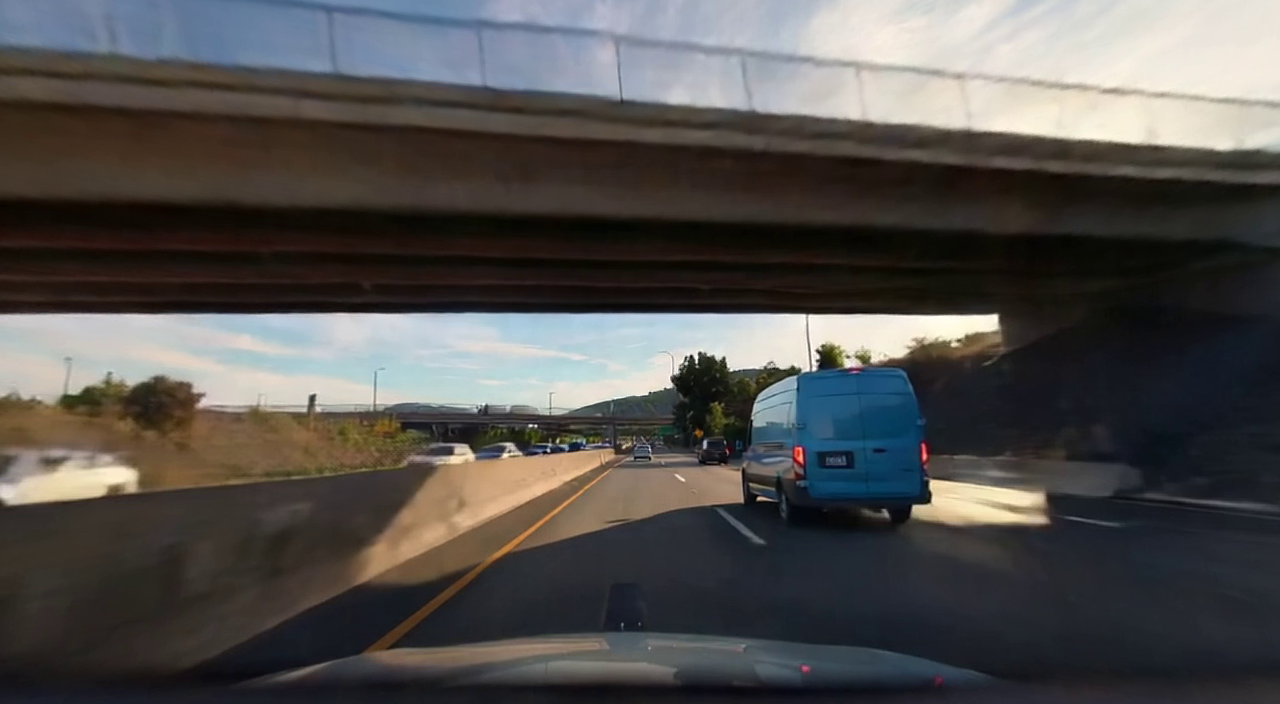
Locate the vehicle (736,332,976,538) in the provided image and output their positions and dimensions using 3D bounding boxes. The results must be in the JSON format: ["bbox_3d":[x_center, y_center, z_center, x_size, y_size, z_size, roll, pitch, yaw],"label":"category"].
[{"bbox_3d":[3.824,1.772,13.183,2.460,3.155,6.902,0,-9,-1],"label":"vehicle"}]

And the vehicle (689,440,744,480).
[{"bbox_3d":[3.506,5.034,29.658,2.009,1.731,4.149,0,-9,-1],"label":"vehicle"}]

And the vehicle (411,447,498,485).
[{"bbox_3d":[-7.600,4.714,26.383,2.225,1.422,4.691,0,-9,0],"label":"vehicle"}]
